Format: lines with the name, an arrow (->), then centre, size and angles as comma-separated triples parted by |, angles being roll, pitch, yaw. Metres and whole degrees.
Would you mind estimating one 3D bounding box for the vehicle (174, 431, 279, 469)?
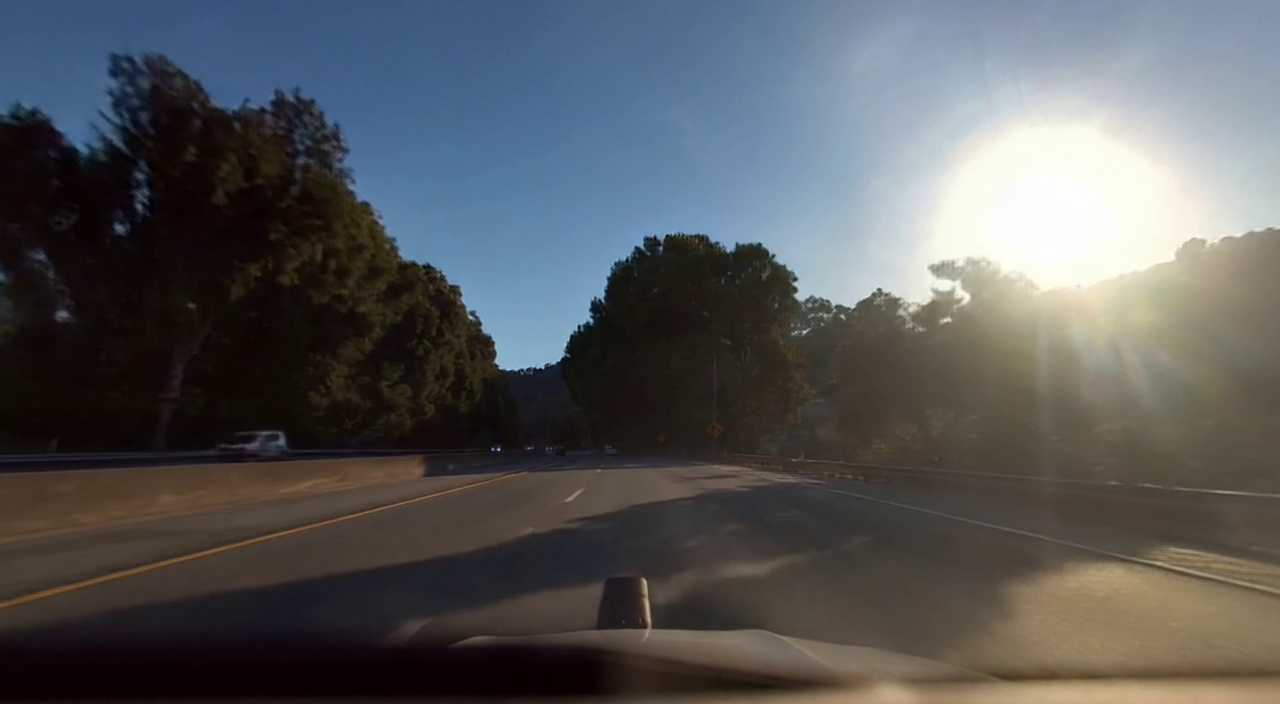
vehicle -> -18.910, 4.517, 29.087 | 2.155, 1.634, 4.077 | 0, -9, -2
